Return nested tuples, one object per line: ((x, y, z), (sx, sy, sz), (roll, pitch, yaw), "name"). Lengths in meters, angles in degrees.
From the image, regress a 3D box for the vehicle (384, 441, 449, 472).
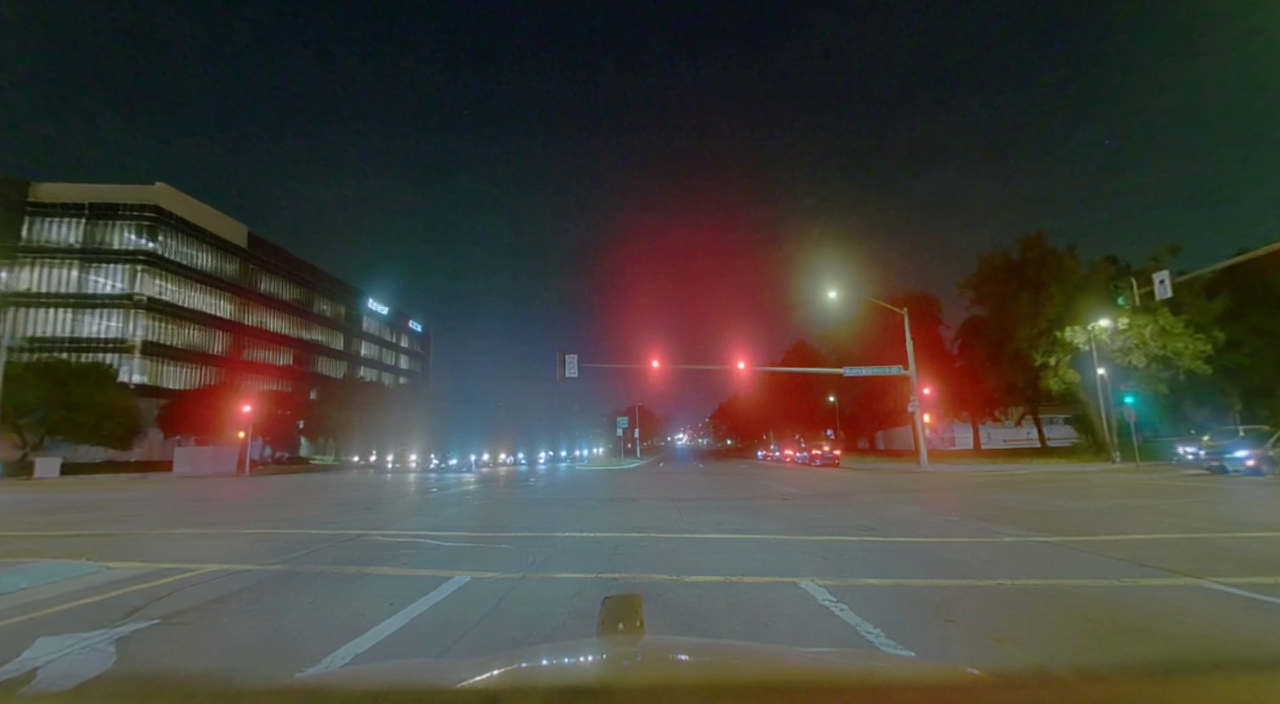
((-15.133, 7.126, 43.251), (2.340, 1.946, 5.450), (-1, -9, 1), "vehicle")

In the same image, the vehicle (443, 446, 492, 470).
((-11.637, 7.150, 42.827), (2.003, 1.476, 4.297), (-1, -9, 2), "vehicle")

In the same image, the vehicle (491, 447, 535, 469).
((-8.076, 6.785, 40.595), (1.910, 1.288, 4.093), (-1, -9, 1), "vehicle")

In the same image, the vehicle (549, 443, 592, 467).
((-4.497, 6.717, 41.530), (2.109, 1.461, 4.637), (-1, -9, 2), "vehicle")

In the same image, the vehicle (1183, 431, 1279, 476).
((22.318, 3.563, 22.358), (4.474, 1.477, 1.908), (0, -9, -3), "vehicle")

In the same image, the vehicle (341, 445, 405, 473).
((-18.545, 7.418, 44.100), (2.237, 1.842, 5.116), (0, -9, 0), "vehicle")
